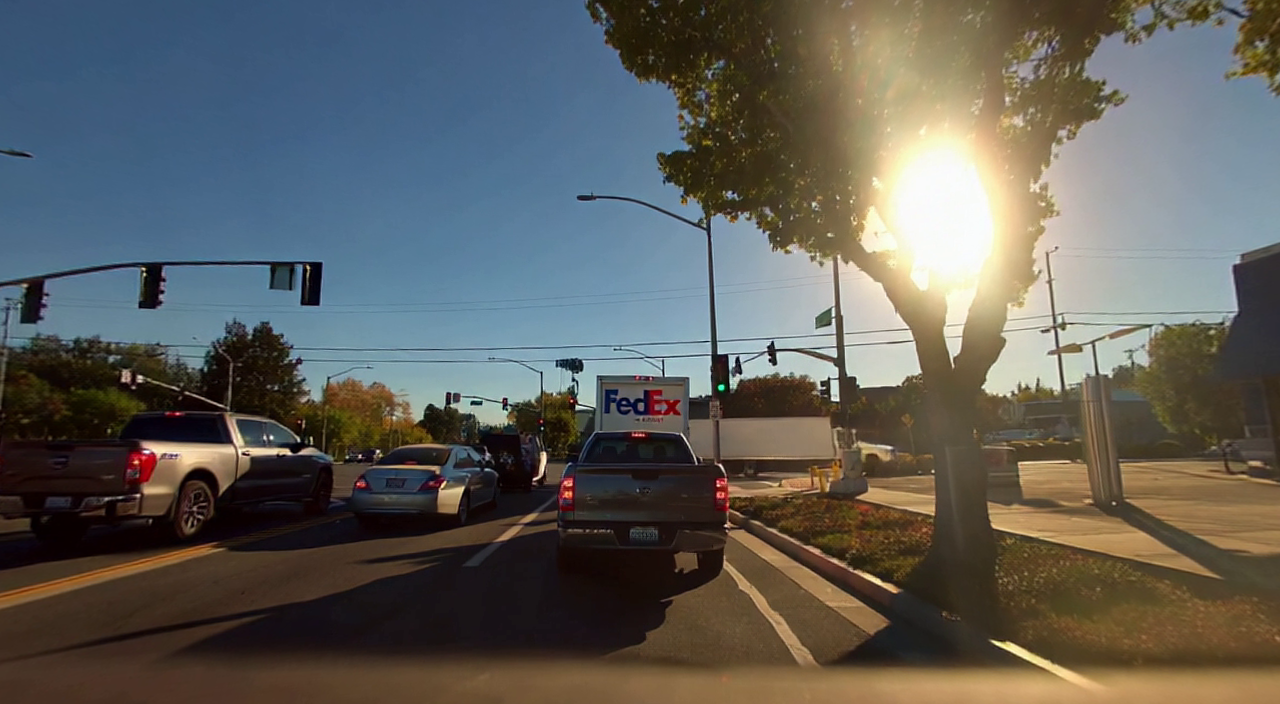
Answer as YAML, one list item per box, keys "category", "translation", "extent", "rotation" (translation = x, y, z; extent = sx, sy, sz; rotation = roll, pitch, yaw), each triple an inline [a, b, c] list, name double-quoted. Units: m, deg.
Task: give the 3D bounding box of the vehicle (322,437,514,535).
- category: "vehicle"
  translation: [-3.867, 2.400, 11.926]
  extent: [1.949, 1.487, 4.390]
  rotation: [0, -9, 1]

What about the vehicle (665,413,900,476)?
- category: "vehicle"
  translation: [8.065, 5.433, 37.013]
  extent: [12.889, 3.380, 3.345]
  rotation: [-1, -9, 9]

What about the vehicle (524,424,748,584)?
- category: "vehicle"
  translation: [-0.037, 1.786, 8.239]
  extent: [2.145, 1.513, 4.269]
  rotation: [0, -9, 0]

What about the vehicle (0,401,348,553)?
- category: "vehicle"
  translation: [-7.292, 1.985, 10.720]
  extent: [2.125, 1.893, 5.498]
  rotation: [0, -9, -2]
